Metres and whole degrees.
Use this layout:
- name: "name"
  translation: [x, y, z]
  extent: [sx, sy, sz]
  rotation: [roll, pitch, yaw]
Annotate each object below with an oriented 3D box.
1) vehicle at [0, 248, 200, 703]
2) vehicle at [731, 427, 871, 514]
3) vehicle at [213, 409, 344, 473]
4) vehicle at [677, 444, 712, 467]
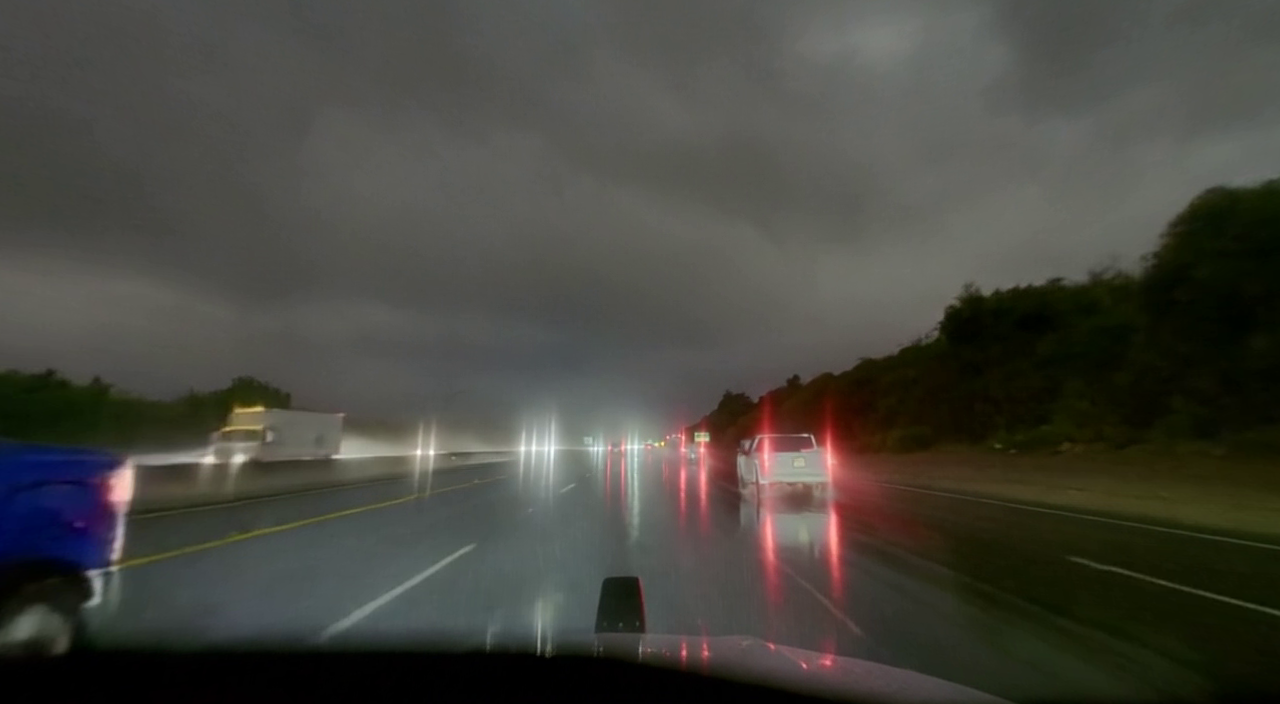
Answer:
- name: "vehicle"
  translation: [-4.021, 0.346, 0.684]
  extent: [2.496, 2.203, 6.317]
  rotation: [0, -9, 0]
- name: "vehicle"
  translation: [3.463, 2.644, 14.476]
  extent: [2.095, 1.668, 4.135]
  rotation: [0, -9, 0]
- name: "vehicle"
  translation: [-21.452, 5.418, 38.105]
  extent: [2.830, 3.446, 7.955]
  rotation: [0, -9, 3]
- name: "vehicle"
  translation: [3.758, 7.208, 44.002]
  extent: [2.047, 1.501, 4.237]
  rotation: [0, -9, 0]
